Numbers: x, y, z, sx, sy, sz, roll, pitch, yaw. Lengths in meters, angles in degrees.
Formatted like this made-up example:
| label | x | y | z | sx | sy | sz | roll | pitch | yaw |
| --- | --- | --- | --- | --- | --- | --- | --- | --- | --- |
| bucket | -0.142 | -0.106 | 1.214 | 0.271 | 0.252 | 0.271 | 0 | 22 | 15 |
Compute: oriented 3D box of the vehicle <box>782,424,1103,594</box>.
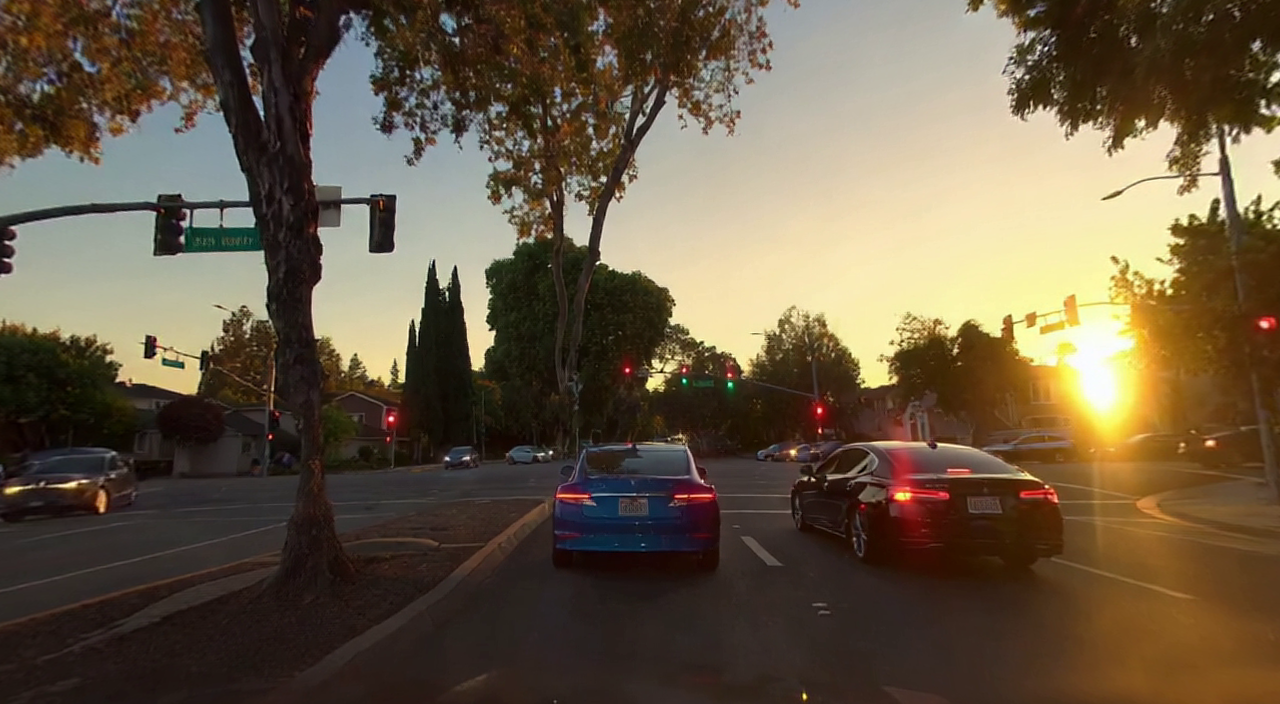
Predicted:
| label | x | y | z | sx | sy | sz | roll | pitch | yaw |
| --- | --- | --- | --- | --- | --- | --- | --- | --- | --- |
| vehicle | 3.177 | 1.714 | 7.764 | 1.913 | 1.505 | 4.097 | 0 | -8 | 0 |

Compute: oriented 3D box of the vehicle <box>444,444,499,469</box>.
| label | x | y | z | sx | sy | sz | roll | pitch | yaw |
| --- | --- | --- | --- | --- | --- | --- | --- | --- | --- |
| vehicle | -11.139 | 6.923 | 42.195 | 2.102 | 1.531 | 5.072 | 0 | -8 | 2 |

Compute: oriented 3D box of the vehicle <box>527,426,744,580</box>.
| label | x | y | z | sx | sy | sz | roll | pitch | yaw |
| --- | --- | --- | --- | --- | --- | --- | --- | --- | --- |
| vehicle | -0.062 | 1.780 | 8.253 | 2.103 | 1.478 | 4.073 | 0 | -8 | -1 |

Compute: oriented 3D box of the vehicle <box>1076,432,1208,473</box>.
| label | x | y | z | sx | sy | sz | roll | pitch | yaw |
| --- | --- | --- | --- | --- | --- | --- | --- | --- | --- |
| vehicle | 24.005 | 4.792 | 30.328 | 4.520 | 1.762 | 2.005 | -2 | -8 | -1 |

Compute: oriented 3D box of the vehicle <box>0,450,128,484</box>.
| label | x | y | z | sx | sy | sz | roll | pitch | yaw |
| --- | --- | --- | --- | --- | --- | --- | --- | --- | --- |
| vehicle | -28.287 | 5.617 | 31.052 | 4.538 | 1.591 | 1.949 | 0 | -8 | 1 |

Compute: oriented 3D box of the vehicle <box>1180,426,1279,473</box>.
| label | x | y | z | sx | sy | sz | roll | pitch | yaw |
| --- | --- | --- | --- | --- | --- | --- | --- | --- | --- |
| vehicle | 26.703 | 4.143 | 26.992 | 5.073 | 1.916 | 2.290 | 0 | -8 | 1 |
